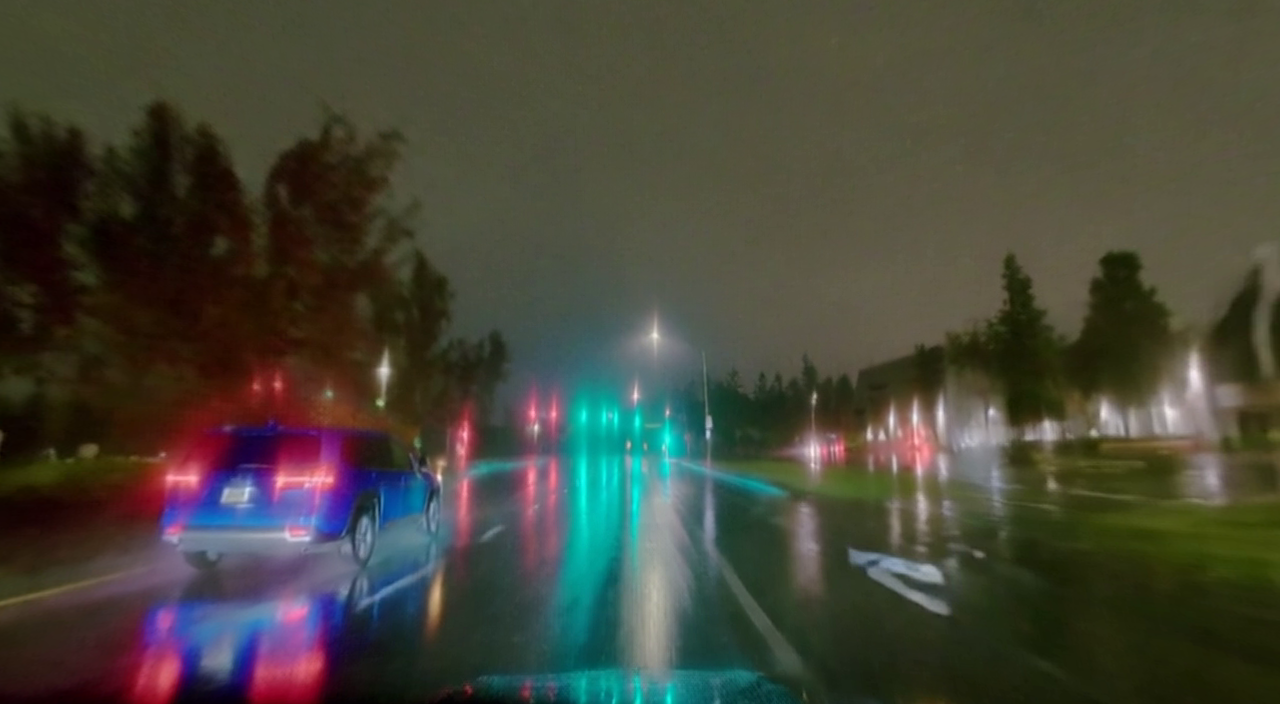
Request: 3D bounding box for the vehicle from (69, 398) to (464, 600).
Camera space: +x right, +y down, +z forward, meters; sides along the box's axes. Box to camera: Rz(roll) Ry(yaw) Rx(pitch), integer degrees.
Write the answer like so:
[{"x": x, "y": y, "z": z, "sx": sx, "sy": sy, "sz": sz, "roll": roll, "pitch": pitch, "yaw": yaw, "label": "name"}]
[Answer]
[{"x": -3.860, "y": 1.623, "z": 7.748, "sx": 2.121, "sy": 1.724, "sz": 4.392, "roll": 1, "pitch": -9, "yaw": 0, "label": "vehicle"}]
